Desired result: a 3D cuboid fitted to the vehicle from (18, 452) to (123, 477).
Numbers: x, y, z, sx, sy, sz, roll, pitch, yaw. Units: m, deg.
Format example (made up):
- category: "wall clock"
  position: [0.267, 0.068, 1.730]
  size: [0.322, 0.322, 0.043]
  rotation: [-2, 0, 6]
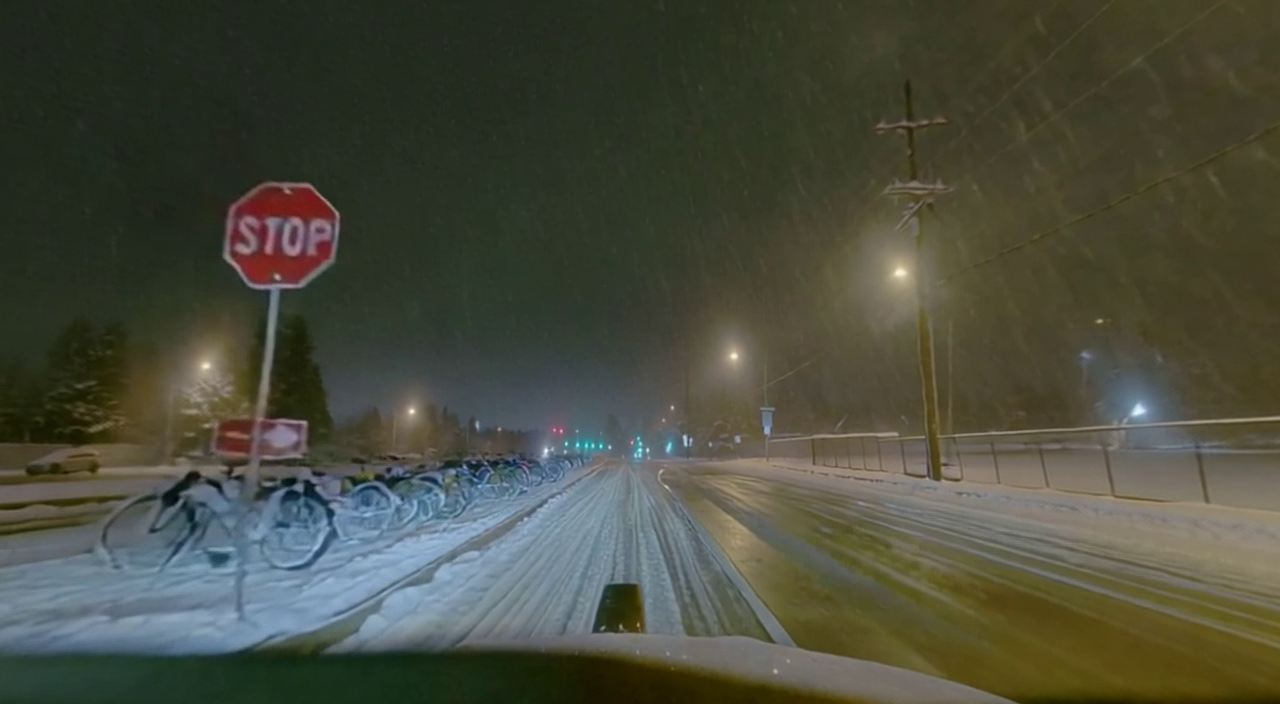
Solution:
- category: "vehicle"
  position: [-33.786, 6.668, 37.560]
  size: [4.327, 1.402, 1.757]
  rotation: [0, -9, -4]
